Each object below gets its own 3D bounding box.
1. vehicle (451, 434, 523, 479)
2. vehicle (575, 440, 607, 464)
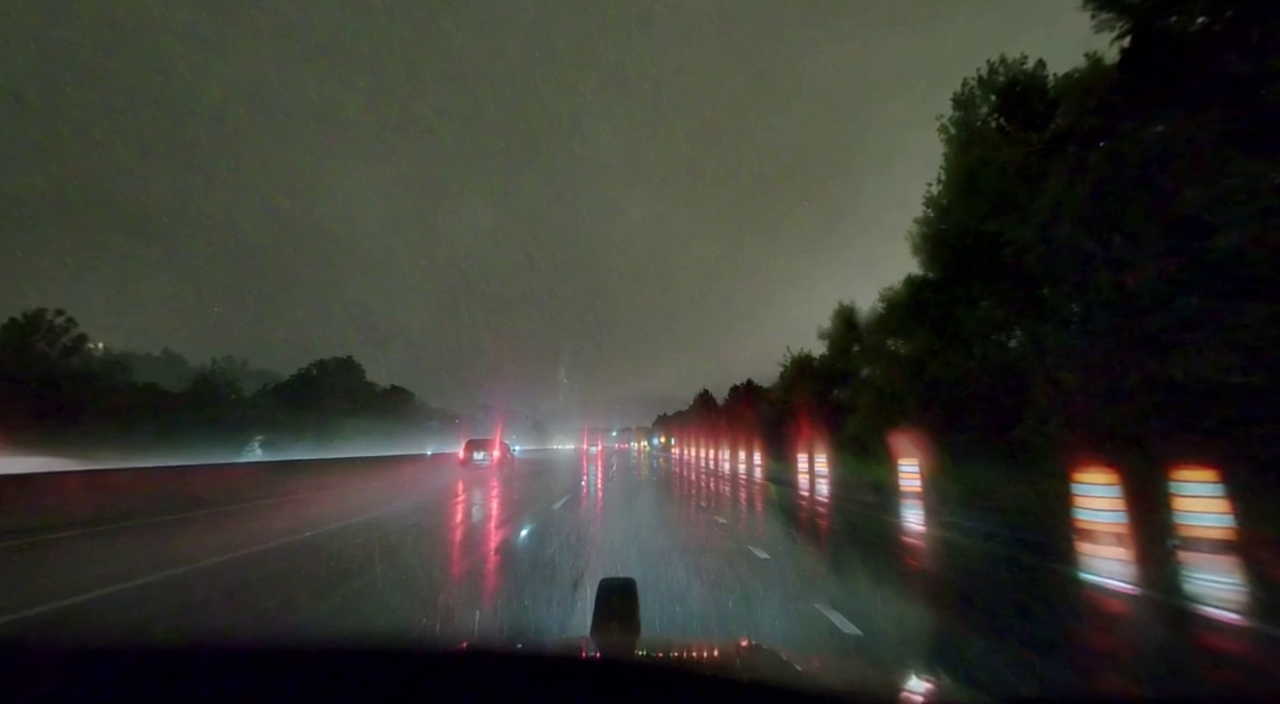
[{"bbox_3d":[-6.505,4.498,27.472,2.036,1.758,4.529,0,-9,-1],"label":"vehicle"},{"bbox_3d":[-3.661,7.571,47.900,2.099,1.717,4.461,0,-9,-1],"label":"vehicle"}]
